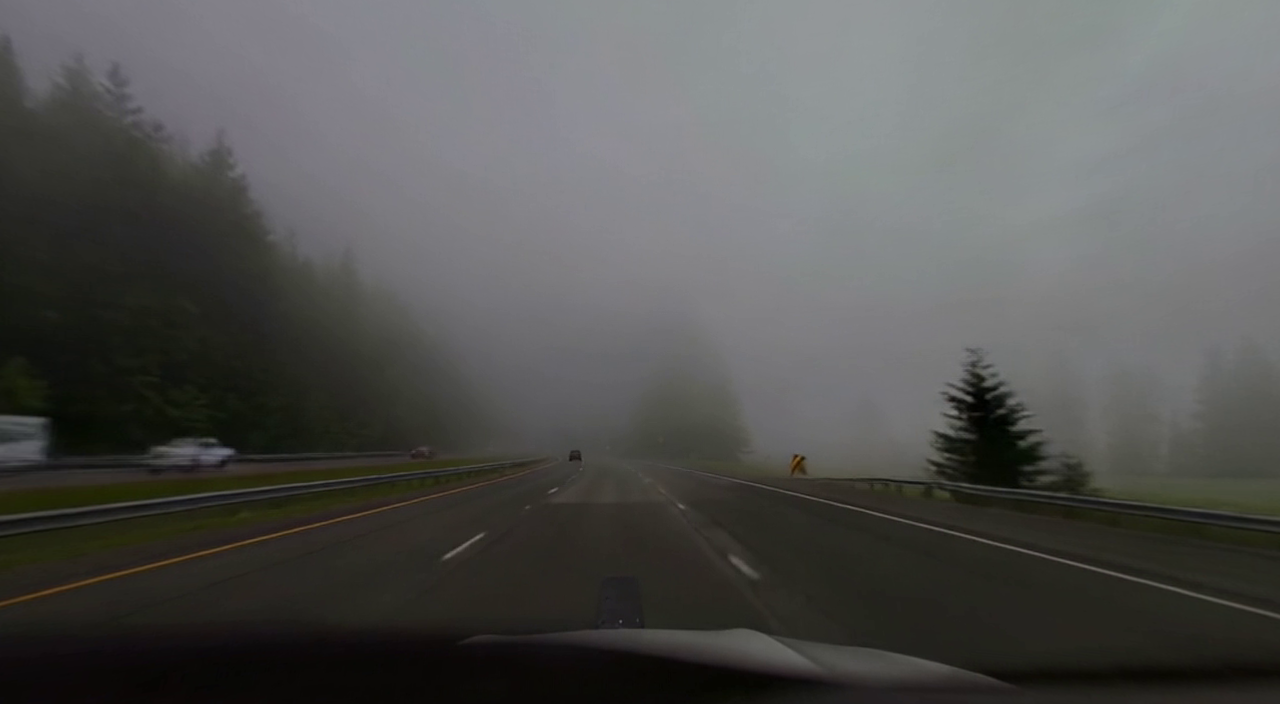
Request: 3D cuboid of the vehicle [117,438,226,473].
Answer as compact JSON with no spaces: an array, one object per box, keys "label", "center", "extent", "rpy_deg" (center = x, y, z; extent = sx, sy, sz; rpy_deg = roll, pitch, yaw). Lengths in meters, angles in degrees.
[{"label":"vehicle","center":[-20.798,4.626,28.260],"extent":[1.859,1.461,4.033],"rpy_deg":[0,-9,-2]}]
